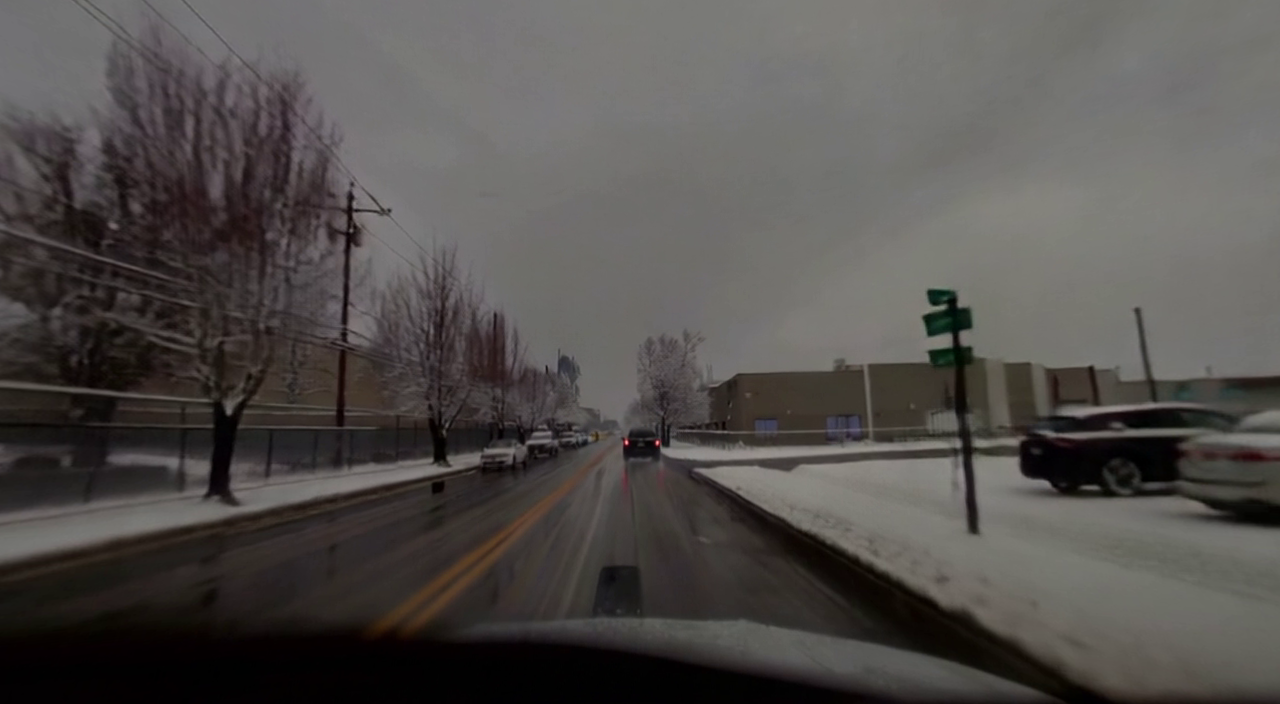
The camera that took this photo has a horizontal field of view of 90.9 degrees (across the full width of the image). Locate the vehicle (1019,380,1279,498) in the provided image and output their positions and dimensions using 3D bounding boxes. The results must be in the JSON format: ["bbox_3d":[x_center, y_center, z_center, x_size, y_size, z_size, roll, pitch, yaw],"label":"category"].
[{"bbox_3d":[9.586,1.469,10.713,4.910,1.786,2.124,0,-8,-2],"label":"vehicle"}]

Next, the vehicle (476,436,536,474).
[{"bbox_3d":[-6.119,4.753,29.144,1.938,1.500,4.130,-3,-10,-2],"label":"vehicle"}]

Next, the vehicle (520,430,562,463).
[{"bbox_3d":[-6.668,6.471,43.097,2.005,1.989,4.929,-3,-9,0],"label":"vehicle"}]

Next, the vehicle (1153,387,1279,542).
[{"bbox_3d":[8.629,1.047,6.629,4.616,1.500,1.963,-4,-11,-1],"label":"vehicle"}]

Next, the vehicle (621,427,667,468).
[{"bbox_3d":[0.173,4.737,31.558,2.152,1.874,4.042,0,-8,0],"label":"vehicle"}]
